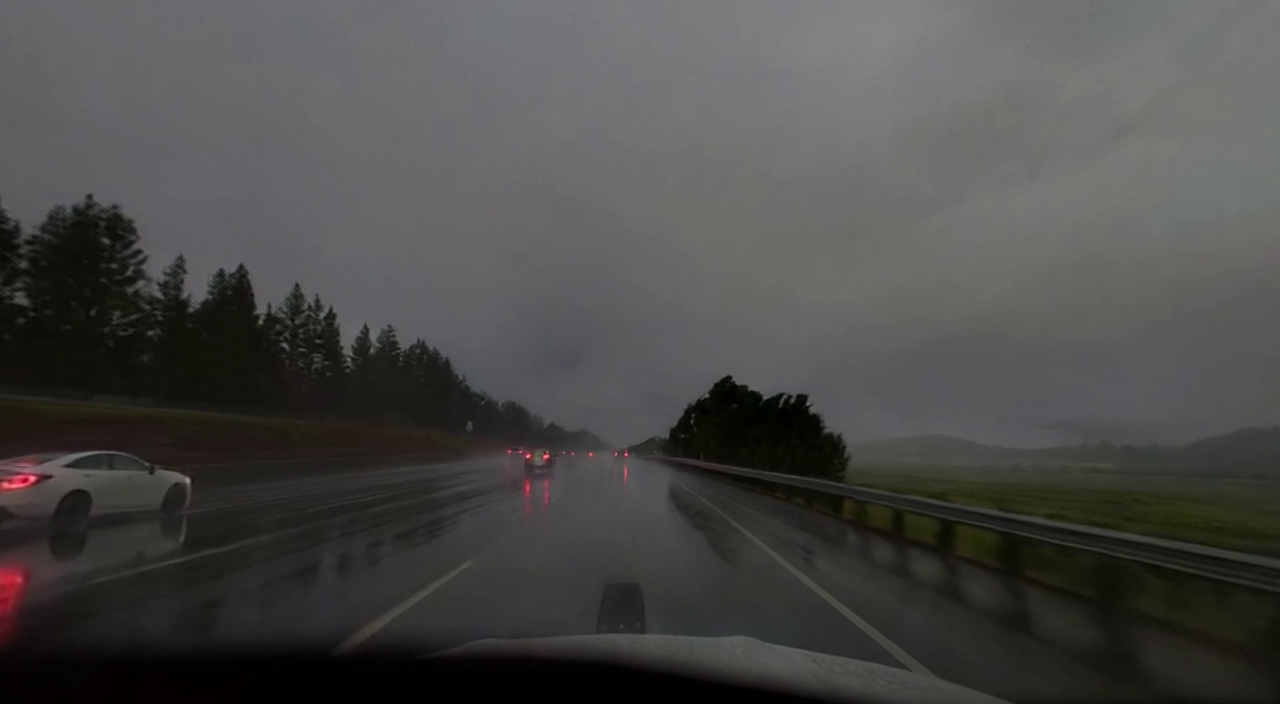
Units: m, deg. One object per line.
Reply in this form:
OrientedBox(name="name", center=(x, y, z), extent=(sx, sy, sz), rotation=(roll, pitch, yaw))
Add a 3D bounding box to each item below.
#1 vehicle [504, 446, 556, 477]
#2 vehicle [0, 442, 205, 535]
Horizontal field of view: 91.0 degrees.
OrientedBox(name="vehicle", center=(-5.622, 5.642, 32.675), extent=(2.120, 1.458, 4.031), rotation=(0, -9, -2))
OrientedBox(name="vehicle", center=(-11.327, 2.587, 12.601), extent=(1.960, 1.487, 4.593), rotation=(0, -9, 0))
